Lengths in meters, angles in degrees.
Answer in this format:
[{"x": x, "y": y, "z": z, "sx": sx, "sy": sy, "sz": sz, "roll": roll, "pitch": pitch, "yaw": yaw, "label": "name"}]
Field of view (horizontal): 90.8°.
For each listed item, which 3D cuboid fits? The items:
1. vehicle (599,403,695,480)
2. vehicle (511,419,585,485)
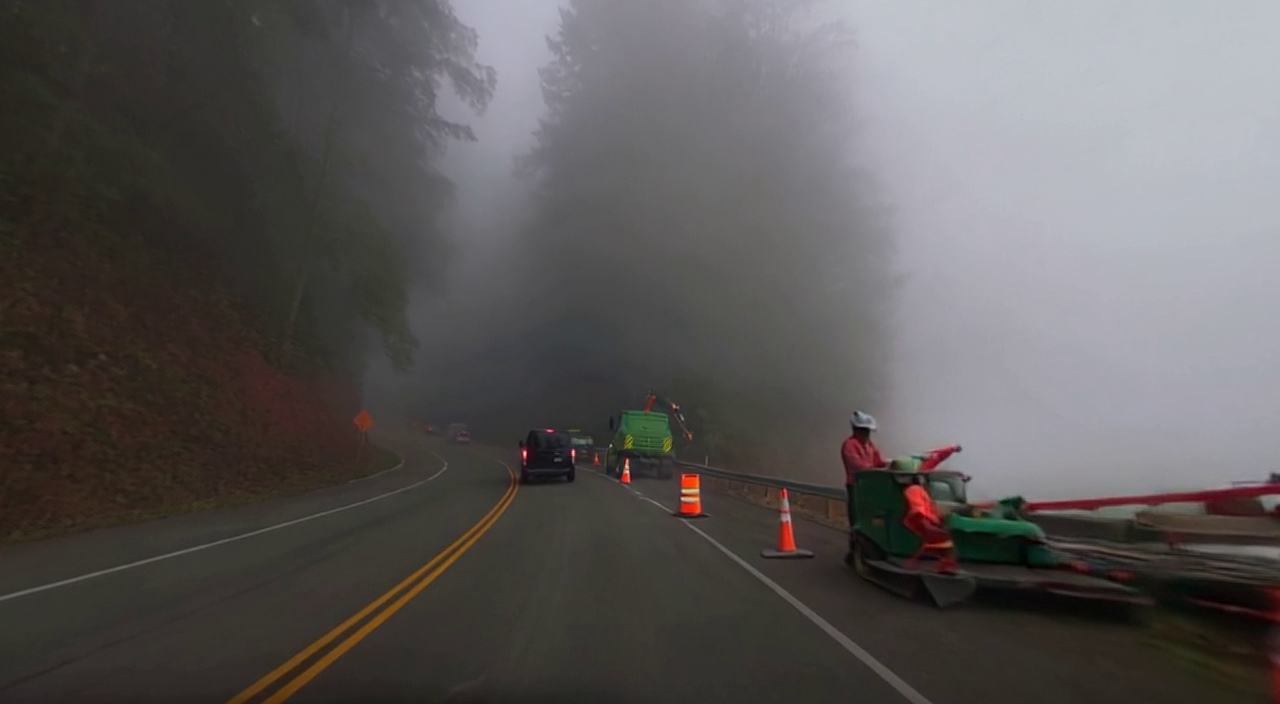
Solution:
[{"x": 0.053, "y": 4.432, "z": 31.883, "sx": 3.126, "sy": 3.310, "sz": 8.534, "roll": 1, "pitch": -8, "yaw": -11, "label": "vehicle"}, {"x": -3.638, "y": 3.798, "z": 24.146, "sx": 2.362, "sy": 2.223, "sz": 4.892, "roll": 2, "pitch": -9, "yaw": -13, "label": "vehicle"}]
